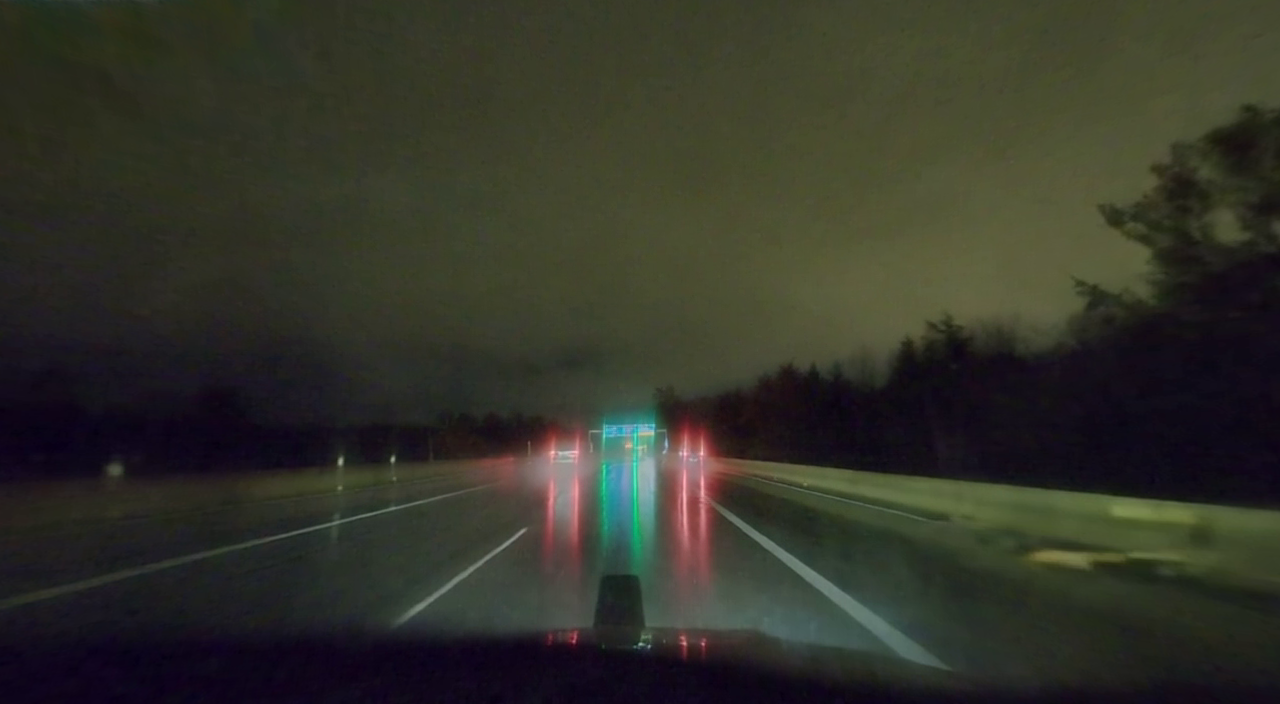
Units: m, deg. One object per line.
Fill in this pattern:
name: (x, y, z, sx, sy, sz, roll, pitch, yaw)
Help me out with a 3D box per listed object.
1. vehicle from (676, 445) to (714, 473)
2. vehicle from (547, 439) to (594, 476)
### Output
vehicle: (3.698, 7.280, 43.149, 2.133, 1.746, 4.511, 0, -9, -1)
vehicle: (-4.146, 6.372, 38.332, 2.278, 2.054, 4.498, 0, -9, 1)
